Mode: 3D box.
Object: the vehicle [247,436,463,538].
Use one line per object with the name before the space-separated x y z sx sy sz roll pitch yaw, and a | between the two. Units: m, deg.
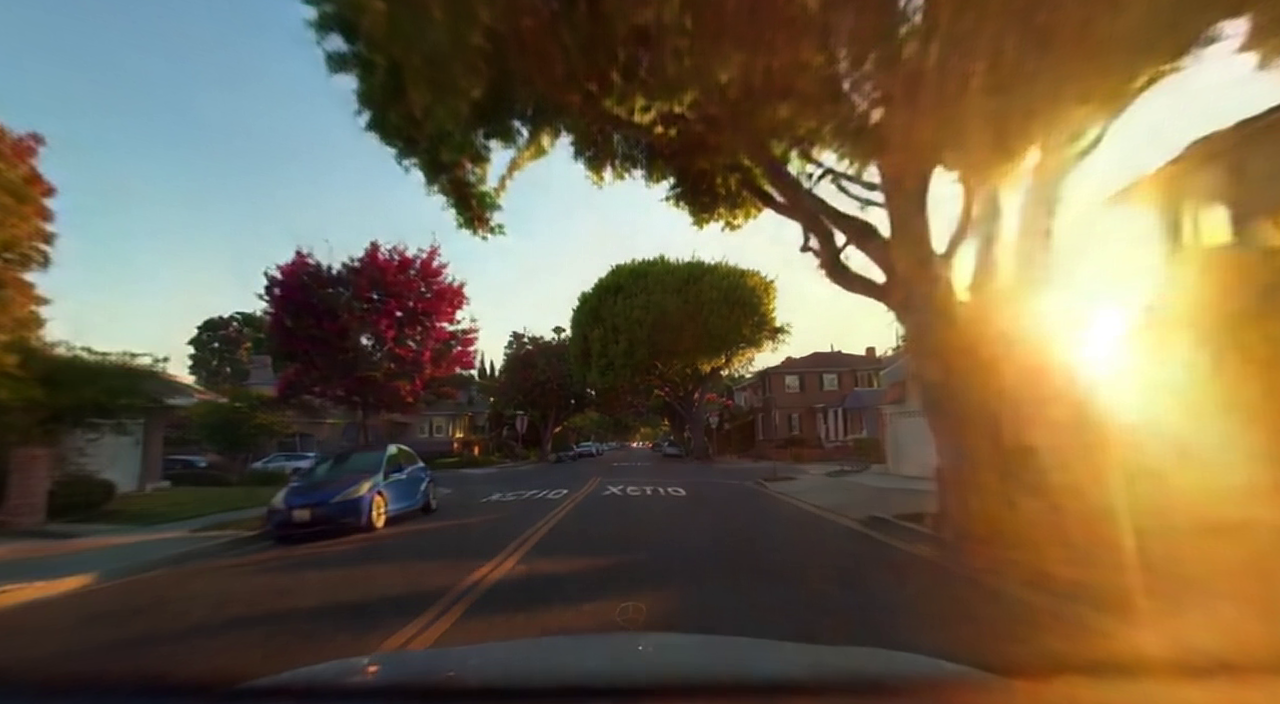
vehicle | -5.096 2.441 12.148 2.038 1.571 4.524 0 -8 0
